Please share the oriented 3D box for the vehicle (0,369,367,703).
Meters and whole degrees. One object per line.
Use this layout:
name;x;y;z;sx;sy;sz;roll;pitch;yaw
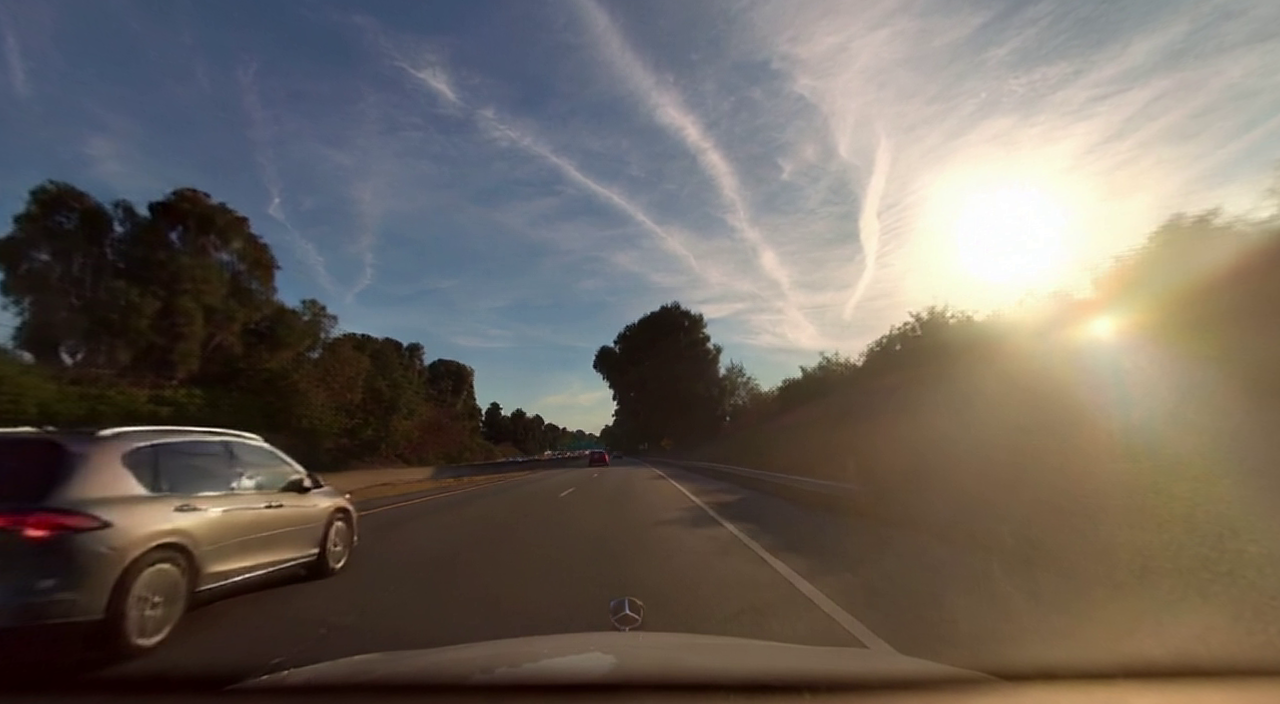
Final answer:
vehicle;-3.928;1.153;4.240;2.135;1.686;4.517;0;-9;0
